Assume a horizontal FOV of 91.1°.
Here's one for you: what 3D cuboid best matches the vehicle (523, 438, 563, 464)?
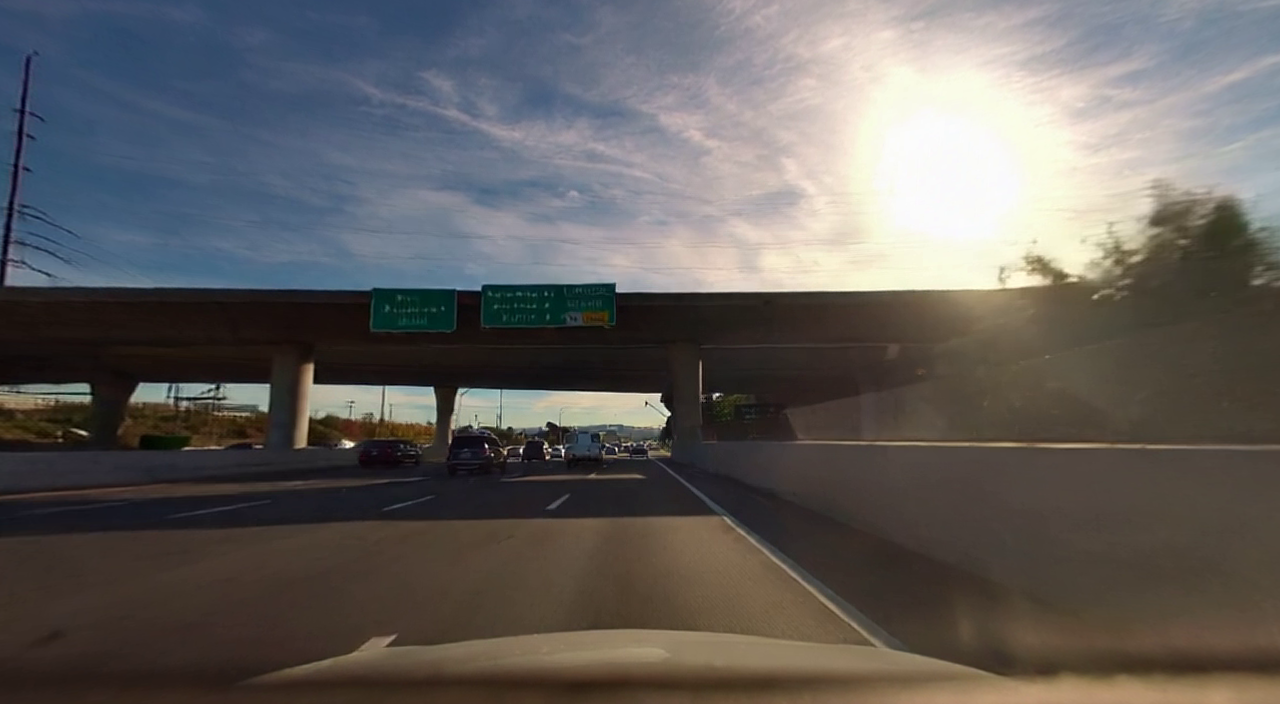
[{"bbox_3d":[-6.991,7.171,45.608,2.109,1.784,4.709,0,-9,0],"label":"vehicle"}]

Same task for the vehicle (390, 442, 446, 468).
[{"bbox_3d":[-13.583,6.297,38.643,1.899,1.485,4.368,0,-9,0],"label":"vehicle"}]

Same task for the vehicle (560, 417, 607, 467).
[{"bbox_3d":[-3.382,5.655,39.169,2.301,2.843,6.458,0,-9,0],"label":"vehicle"}]

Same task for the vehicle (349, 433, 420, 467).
[{"bbox_3d":[-17.175,6.616,42.572,2.258,2.139,5.495,0,-9,2],"label":"vehicle"}]

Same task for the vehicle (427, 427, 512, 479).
[{"bbox_3d":[-6.985,4.209,26.280,2.179,1.948,4.618,0,-9,1],"label":"vehicle"}]

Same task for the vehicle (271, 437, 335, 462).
[{"bbox_3d":[-22.522,6.543,42.167,1.859,1.541,4.331,0,-9,0],"label":"vehicle"}]
